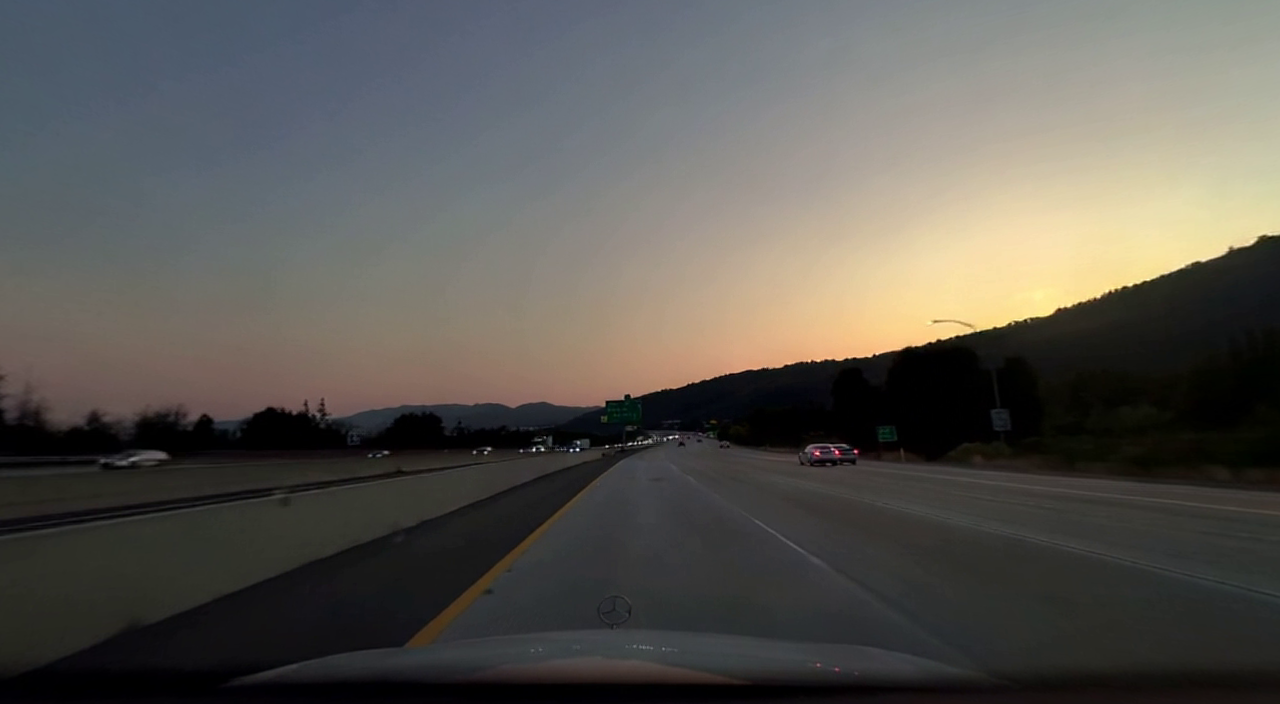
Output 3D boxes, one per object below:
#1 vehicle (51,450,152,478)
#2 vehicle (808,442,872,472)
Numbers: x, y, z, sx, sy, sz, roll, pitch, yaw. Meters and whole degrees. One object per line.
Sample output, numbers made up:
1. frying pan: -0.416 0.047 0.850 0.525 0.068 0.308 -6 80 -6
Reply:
1. vehicle: -37.662 7.810 44.468 2.108 1.819 5.658 0 -9 0
2. vehicle: 11.284 5.939 35.980 2.229 1.599 4.253 0 -9 -1
